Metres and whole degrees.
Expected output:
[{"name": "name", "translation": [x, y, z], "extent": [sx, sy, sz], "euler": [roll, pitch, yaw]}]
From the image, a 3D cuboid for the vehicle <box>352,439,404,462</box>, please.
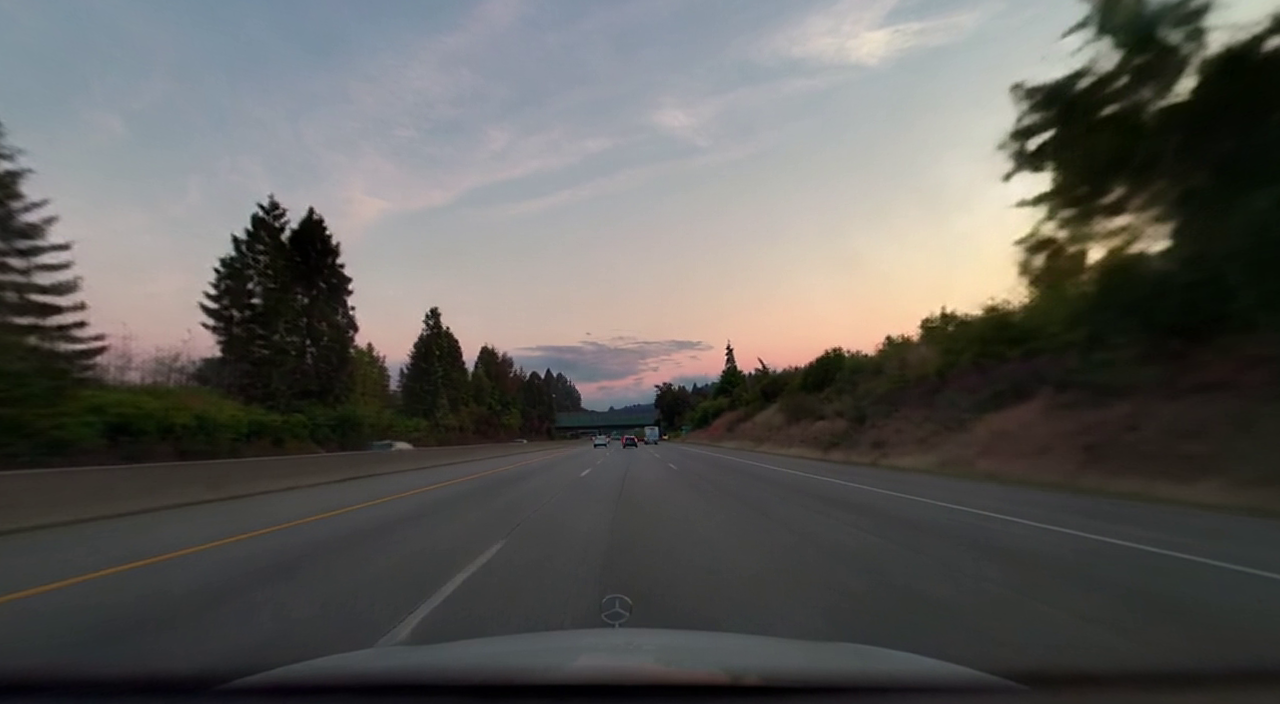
[{"name": "vehicle", "translation": [-17.085, 6.443, 41.271], "extent": [1.845, 1.402, 3.609], "euler": [0, -8, -1]}]
